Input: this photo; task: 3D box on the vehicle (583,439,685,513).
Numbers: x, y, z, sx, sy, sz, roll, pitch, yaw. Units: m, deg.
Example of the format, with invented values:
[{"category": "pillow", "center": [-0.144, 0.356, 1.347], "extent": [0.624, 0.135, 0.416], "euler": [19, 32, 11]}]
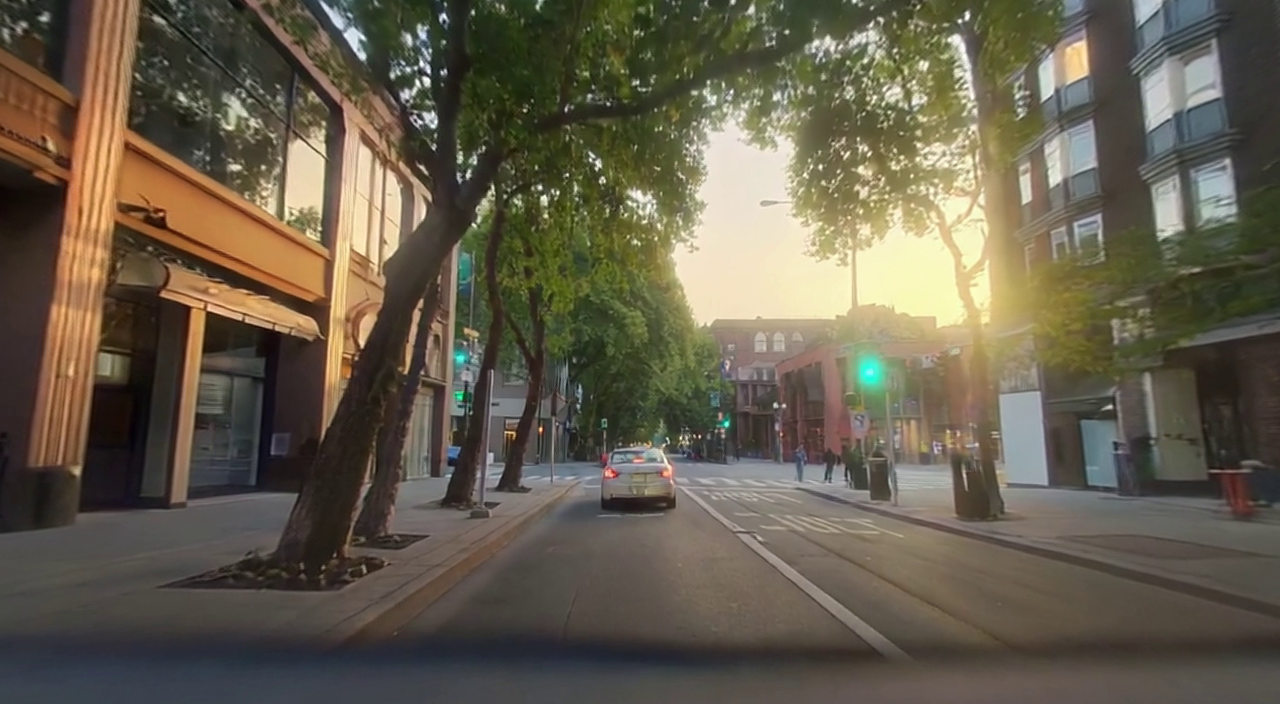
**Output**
[{"category": "vehicle", "center": [-0.139, 2.902, 15.324], "extent": [2.106, 1.482, 4.459], "euler": [0, -9, 0]}]
